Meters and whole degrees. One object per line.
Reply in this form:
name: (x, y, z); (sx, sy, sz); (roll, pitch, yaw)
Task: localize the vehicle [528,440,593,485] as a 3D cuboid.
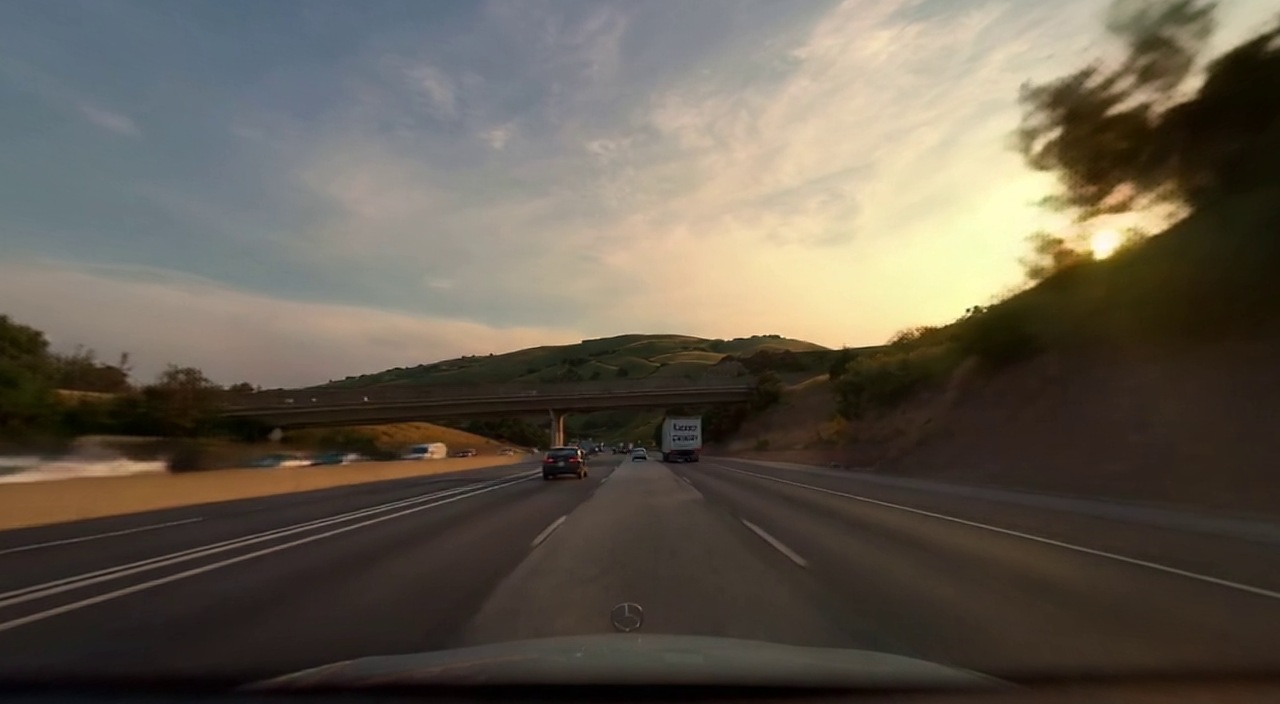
vehicle: (-3.073, 4.395, 25.341); (2.052, 1.654, 4.303); (0, -9, 0)
